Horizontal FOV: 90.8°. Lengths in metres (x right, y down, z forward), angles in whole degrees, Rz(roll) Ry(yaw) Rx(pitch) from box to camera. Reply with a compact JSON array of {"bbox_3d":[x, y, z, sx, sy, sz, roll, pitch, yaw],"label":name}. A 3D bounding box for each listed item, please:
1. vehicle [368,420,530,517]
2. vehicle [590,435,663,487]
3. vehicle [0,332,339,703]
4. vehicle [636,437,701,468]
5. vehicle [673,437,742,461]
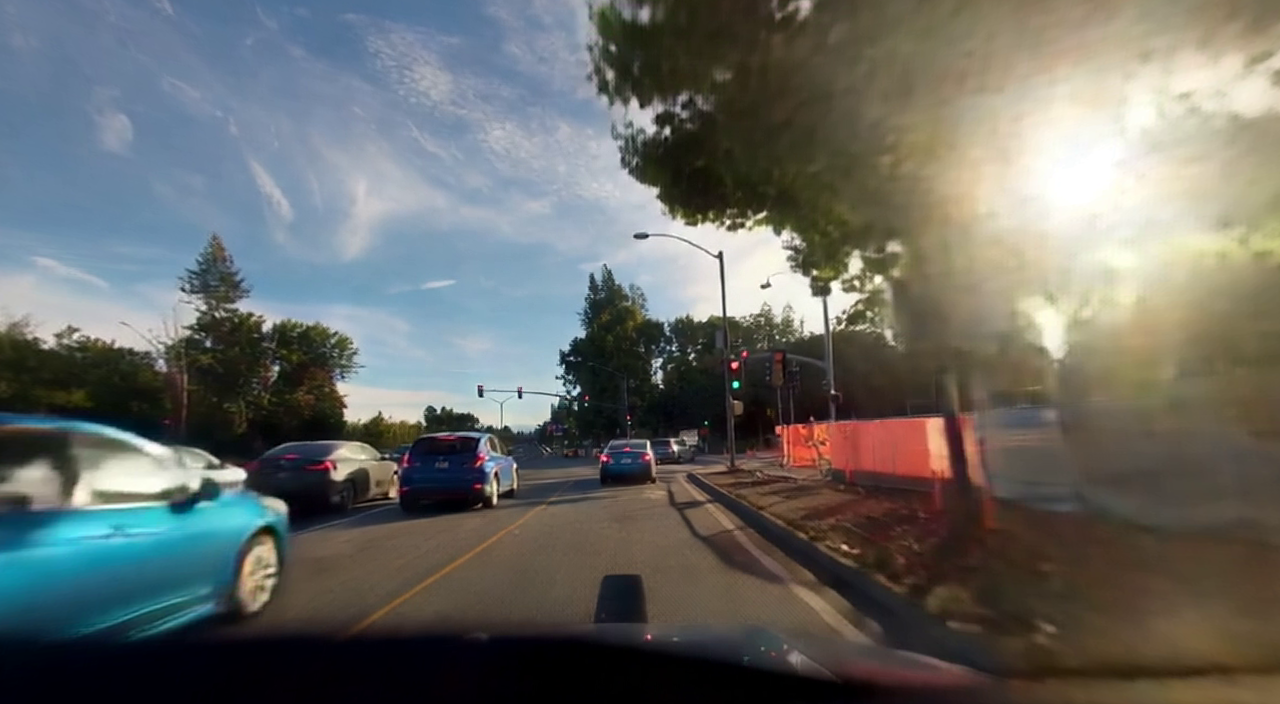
[{"bbox_3d":[-4.148,2.647,14.843,2.240,1.844,5.043,0,-9,0],"label":"vehicle"},{"bbox_3d":[-0.365,3.582,21.017,2.183,1.506,4.286,0,-9,1],"label":"vehicle"},{"bbox_3d":[-4.014,1.022,3.633,2.236,1.886,4.792,-3,-9,0],"label":"vehicle"},{"bbox_3d":[1.596,5.268,33.199,1.873,1.477,4.467,-4,-9,24],"label":"vehicle"},{"bbox_3d":[4.506,6.394,41.784,4.345,1.480,1.800,5,-10,-33],"label":"vehicle"}]
